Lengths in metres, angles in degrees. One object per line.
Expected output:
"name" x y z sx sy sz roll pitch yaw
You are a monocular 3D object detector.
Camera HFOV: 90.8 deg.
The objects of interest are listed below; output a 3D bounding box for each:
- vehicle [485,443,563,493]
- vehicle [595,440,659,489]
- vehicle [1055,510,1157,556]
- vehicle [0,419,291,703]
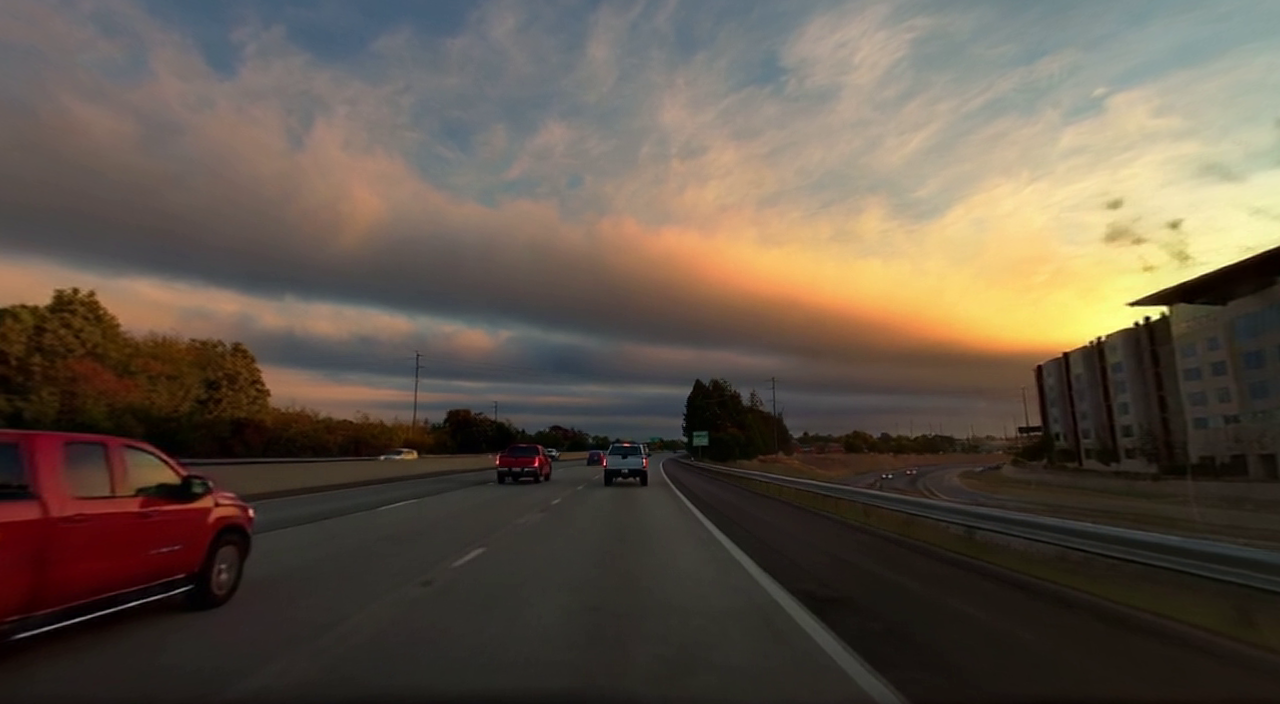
"vehicle" -4.338 4.414 24.566 2.038 1.704 5.181 0 -9 0
"vehicle" -0.427 4.405 25.028 2.293 1.753 4.380 0 -9 1
"vehicle" 23.048 8.926 31.483 1.956 1.594 4.425 -1 -8 4
"vehicle" -4.131 1.129 3.460 1.936 1.470 4.402 0 -9 0
